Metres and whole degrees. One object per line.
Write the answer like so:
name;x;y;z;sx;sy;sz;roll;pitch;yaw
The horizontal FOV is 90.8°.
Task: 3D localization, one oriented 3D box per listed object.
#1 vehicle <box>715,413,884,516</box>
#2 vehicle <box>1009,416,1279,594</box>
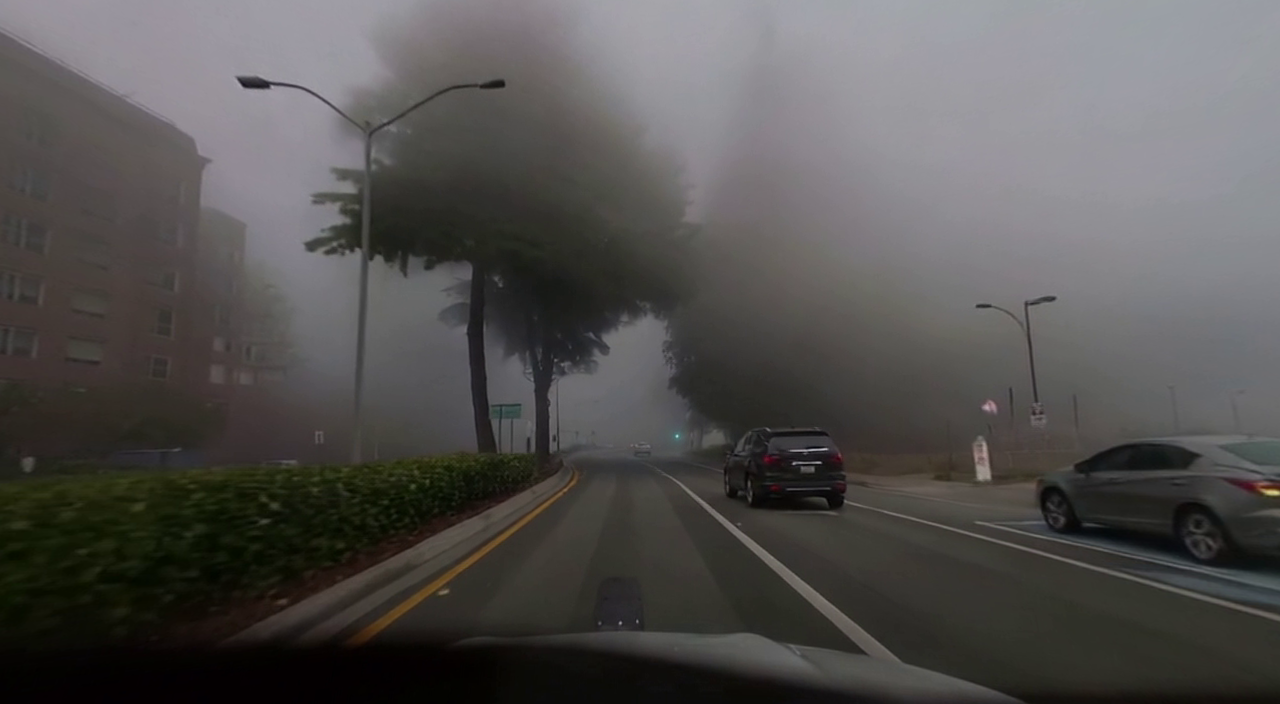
vehicle;3.399;2.566;14.876;2.505;1.971;5.162;0;-9;-1
vehicle;6.847;1.658;7.712;2.088;1.524;5.085;-1;-9;6
